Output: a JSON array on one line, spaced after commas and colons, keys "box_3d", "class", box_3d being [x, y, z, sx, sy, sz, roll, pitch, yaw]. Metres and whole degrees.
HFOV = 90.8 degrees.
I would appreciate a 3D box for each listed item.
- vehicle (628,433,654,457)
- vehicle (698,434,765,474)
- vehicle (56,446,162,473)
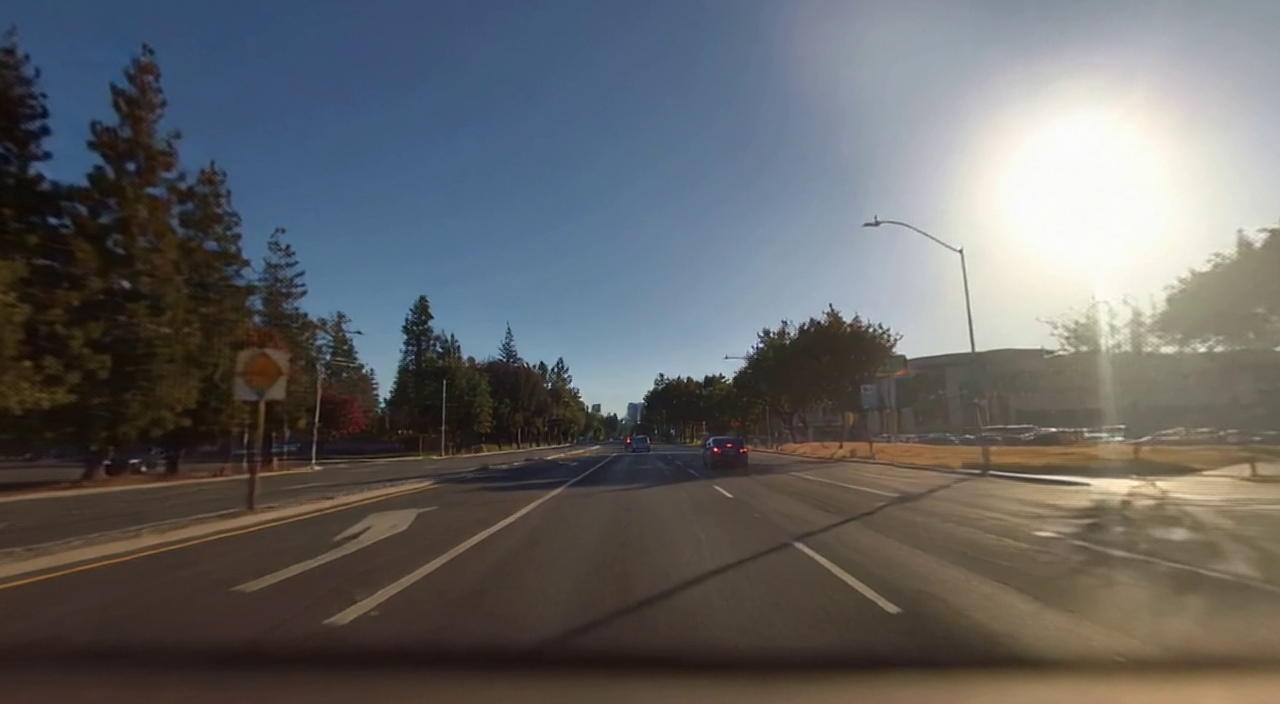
[{"box_3d": [0.054, 7.291, 49.521, 1.988, 1.800, 4.322, 0, -8, 0], "class": "vehicle"}, {"box_3d": [3.643, 4.163, 26.009, 1.948, 1.479, 4.620, 0, -8, -2], "class": "vehicle"}, {"box_3d": [-30.352, 6.141, 36.182, 4.522, 1.474, 1.862, -1, -8, 4], "class": "vehicle"}]
